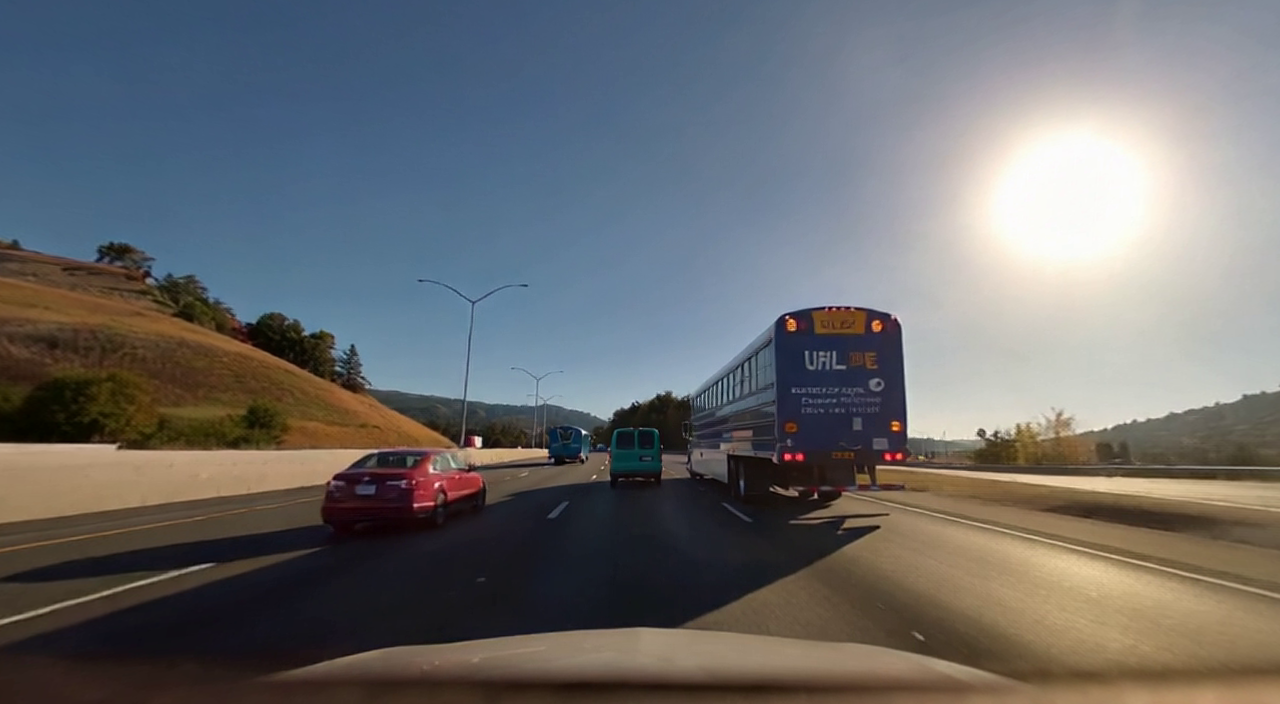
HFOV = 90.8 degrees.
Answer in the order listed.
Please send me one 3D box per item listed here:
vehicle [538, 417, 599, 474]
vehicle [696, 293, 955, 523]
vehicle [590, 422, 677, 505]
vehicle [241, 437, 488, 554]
[{"bbox_3d":[-4.072,5.602,37.731,2.947,3.009,7.991,0,-9,-1],"label":"vehicle"},{"bbox_3d":[3.862,1.930,17.867,3.006,4.101,13.245,0,-9,-1],"label":"vehicle"},{"bbox_3d":[-0.224,2.948,17.083,2.037,1.929,4.343,0,-9,-2],"label":"vehicle"},{"bbox_3d":[-3.995,2.139,10.129,2.039,1.453,4.197,0,-9,0],"label":"vehicle"}]
